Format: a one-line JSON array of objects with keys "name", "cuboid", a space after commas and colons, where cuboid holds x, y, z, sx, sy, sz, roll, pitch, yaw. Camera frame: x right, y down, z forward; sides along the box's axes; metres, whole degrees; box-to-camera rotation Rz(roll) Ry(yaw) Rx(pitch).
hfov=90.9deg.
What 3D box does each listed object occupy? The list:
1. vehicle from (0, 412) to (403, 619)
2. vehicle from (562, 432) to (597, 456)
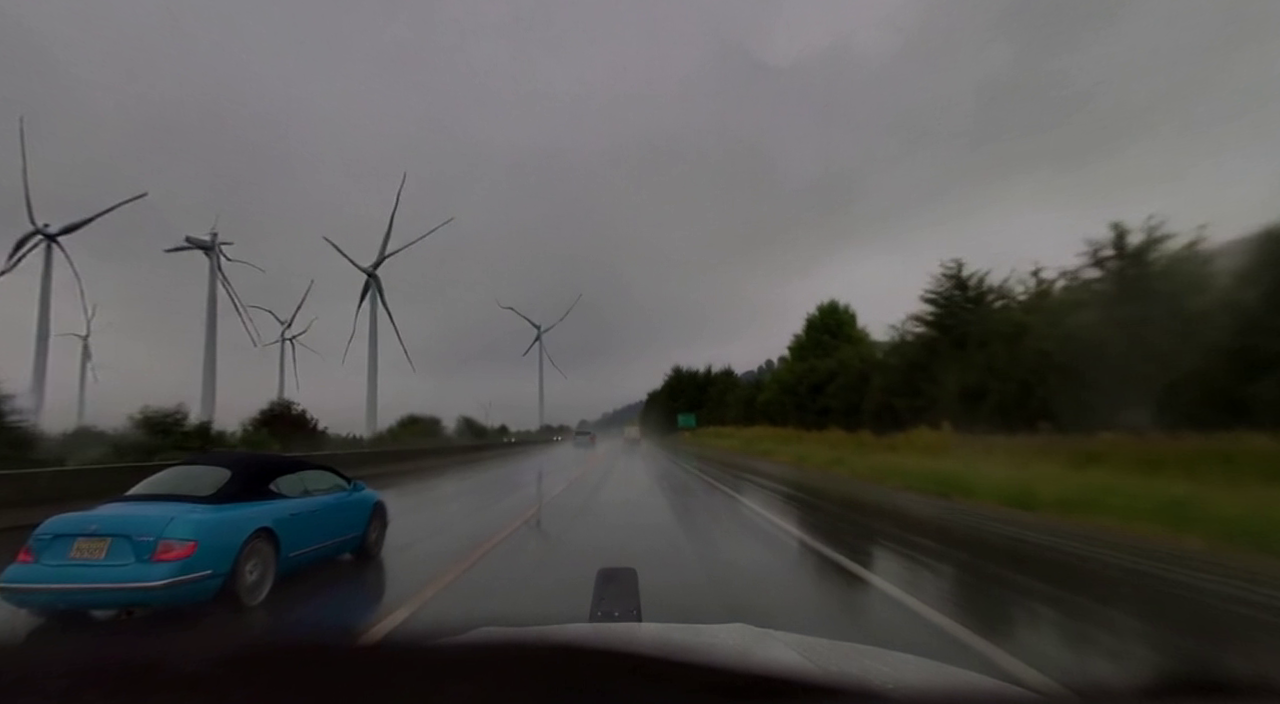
[{"name": "vehicle", "cuboid": [-4.228, 1.414, 6.505, 1.969, 1.413, 4.194, 0, -8, -1]}, {"name": "vehicle", "cuboid": [-3.872, 5.933, 40.857, 2.024, 1.456, 3.754, 0, -8, -2]}]
